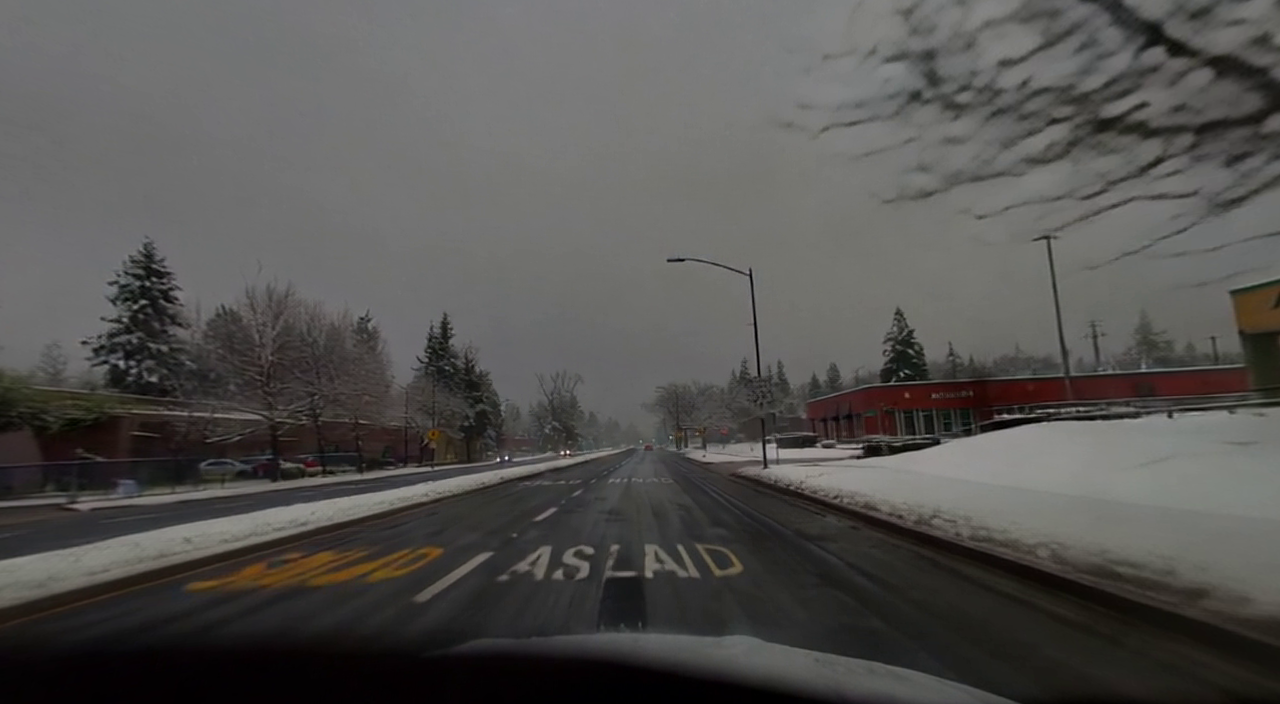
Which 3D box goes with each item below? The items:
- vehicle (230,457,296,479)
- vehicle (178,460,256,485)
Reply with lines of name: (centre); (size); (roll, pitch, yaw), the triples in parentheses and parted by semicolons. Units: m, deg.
vehicle: (-28.332, 8.697, 47.239); (3.664, 1.564, 2.023); (0, -9, 1)
vehicle: (-27.720, 7.876, 41.209); (3.797, 1.527, 1.830); (0, -9, 0)
